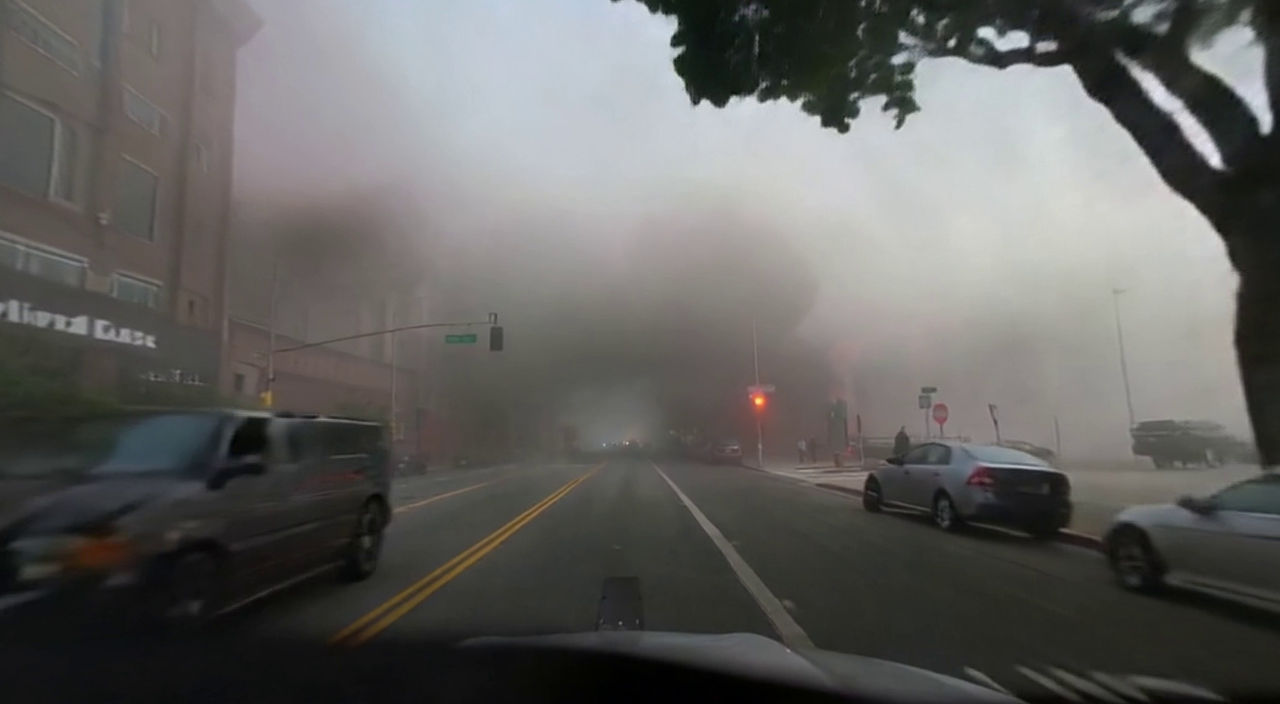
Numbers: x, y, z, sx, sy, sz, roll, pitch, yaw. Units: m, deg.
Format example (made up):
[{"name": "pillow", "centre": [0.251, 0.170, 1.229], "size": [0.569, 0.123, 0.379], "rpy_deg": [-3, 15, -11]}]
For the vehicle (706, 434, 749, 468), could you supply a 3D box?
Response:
[{"name": "vehicle", "centre": [5.553, 6.337, 40.541], "size": [2.010, 1.943, 4.319], "rpy_deg": [-1, -8, -1]}]

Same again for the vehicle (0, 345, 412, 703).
[{"name": "vehicle", "centre": [-3.437, 1.158, 4.655], "size": [2.028, 1.764, 4.503], "rpy_deg": [1, -8, -3]}]

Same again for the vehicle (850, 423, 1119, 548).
[{"name": "vehicle", "centre": [5.870, 2.311, 11.741], "size": [2.150, 1.805, 4.870], "rpy_deg": [0, -8, -1]}]

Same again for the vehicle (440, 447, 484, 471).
[{"name": "vehicle", "centre": [-12.474, 7.493, 44.509], "size": [1.804, 1.533, 4.121], "rpy_deg": [0, -8, 1]}]

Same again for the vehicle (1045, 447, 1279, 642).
[{"name": "vehicle", "centre": [5.880, 1.535, 5.180], "size": [1.910, 1.471, 4.758], "rpy_deg": [0, -8, -1]}]
